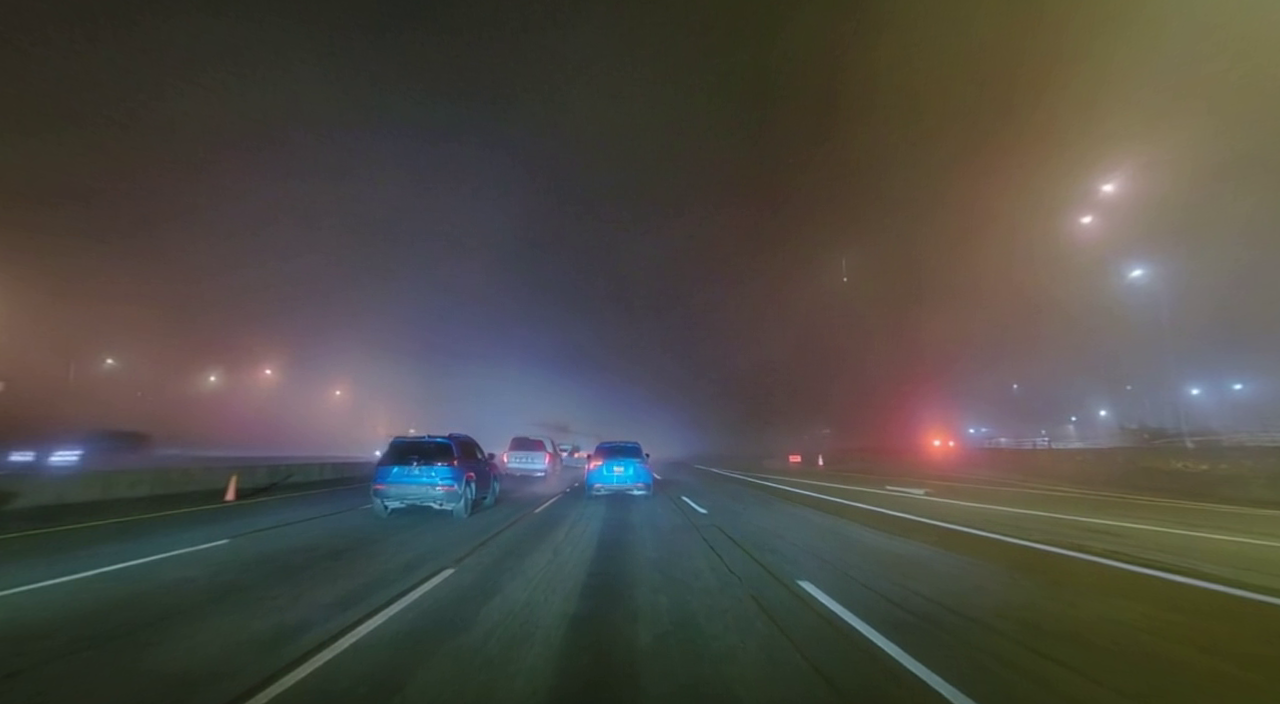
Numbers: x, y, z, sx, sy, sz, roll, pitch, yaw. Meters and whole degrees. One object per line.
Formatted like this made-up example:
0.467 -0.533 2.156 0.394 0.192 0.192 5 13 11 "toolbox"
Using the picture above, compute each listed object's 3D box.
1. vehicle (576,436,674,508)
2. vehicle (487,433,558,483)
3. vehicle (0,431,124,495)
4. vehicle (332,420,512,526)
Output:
-0.400 2.826 15.313 2.069 1.484 3.982 0 -9 -2 "vehicle"
-4.337 3.980 23.980 1.982 1.727 4.057 0 -9 -1 "vehicle"
-18.263 3.252 18.956 1.936 1.710 4.301 0 -8 -1 "vehicle"
-3.953 2.273 12.341 2.025 1.708 4.089 0 -9 0 "vehicle"
